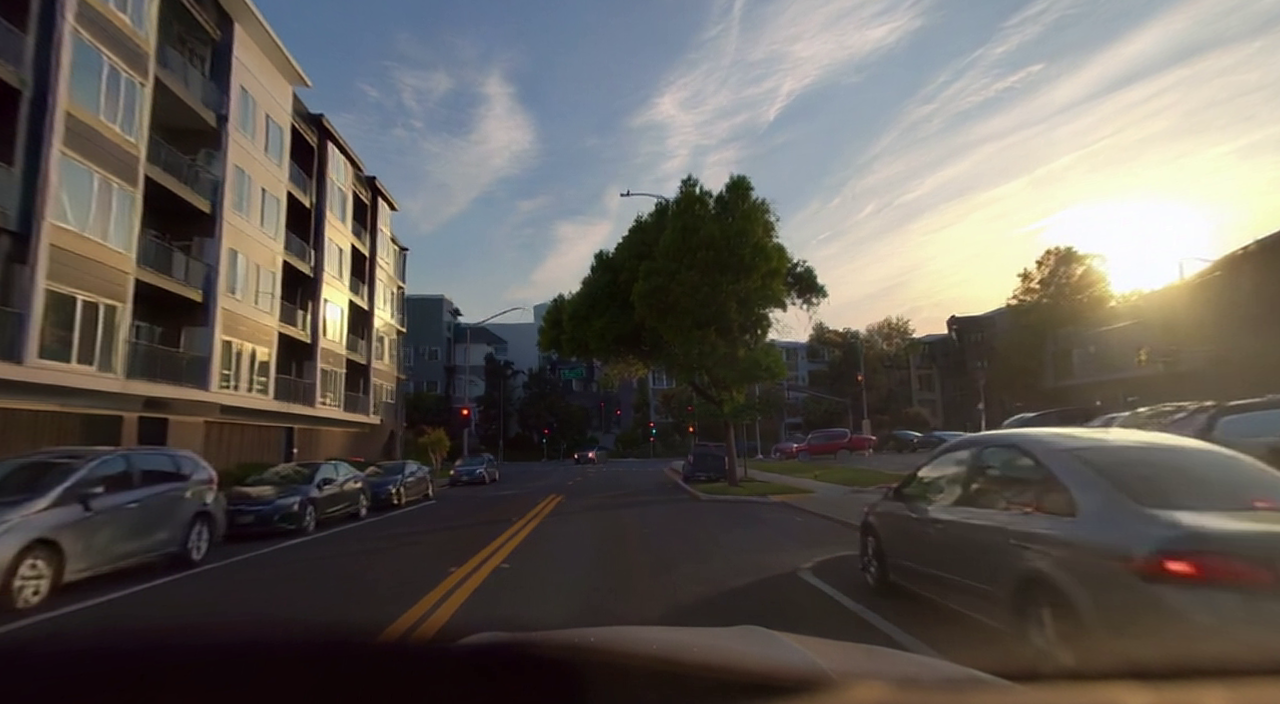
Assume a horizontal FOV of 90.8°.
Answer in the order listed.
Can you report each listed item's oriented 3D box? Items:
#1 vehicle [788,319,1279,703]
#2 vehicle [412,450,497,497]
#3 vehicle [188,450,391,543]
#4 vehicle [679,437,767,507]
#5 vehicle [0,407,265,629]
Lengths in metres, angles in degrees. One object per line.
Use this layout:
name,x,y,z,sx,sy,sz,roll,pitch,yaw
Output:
vehicle,2.878,1.089,4.642,2.408,1.815,4.462,0,-8,-1
vehicle,-6.765,4.447,23.551,1.934,1.484,4.630,0,-8,-2
vehicle,-6.667,2.728,12.673,1.789,1.462,4.313,0,-8,-3
vehicle,2.496,3.723,20.320,2.034,1.689,4.978,0,-5,-2
vehicle,-6.354,1.606,6.747,1.993,1.817,4.619,0,-8,-2
